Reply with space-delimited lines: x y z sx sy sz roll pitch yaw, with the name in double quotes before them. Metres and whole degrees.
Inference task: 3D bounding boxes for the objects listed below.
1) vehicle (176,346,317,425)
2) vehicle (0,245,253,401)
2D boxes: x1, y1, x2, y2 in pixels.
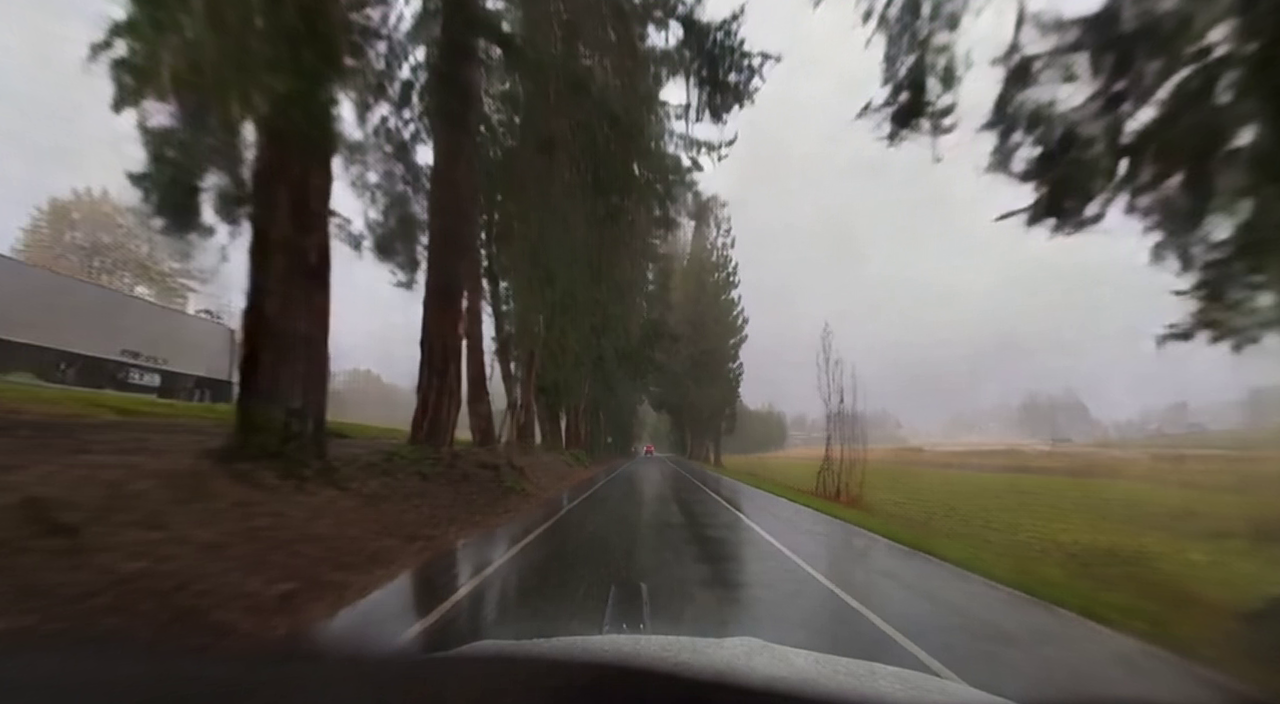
"vehicle" -23.924 2.231 39.114 3.022 4.324 8.607 -1 -5 2
"vehicle" -24.989 -0.784 28.805 3.314 4.163 16.558 -1 -11 3
